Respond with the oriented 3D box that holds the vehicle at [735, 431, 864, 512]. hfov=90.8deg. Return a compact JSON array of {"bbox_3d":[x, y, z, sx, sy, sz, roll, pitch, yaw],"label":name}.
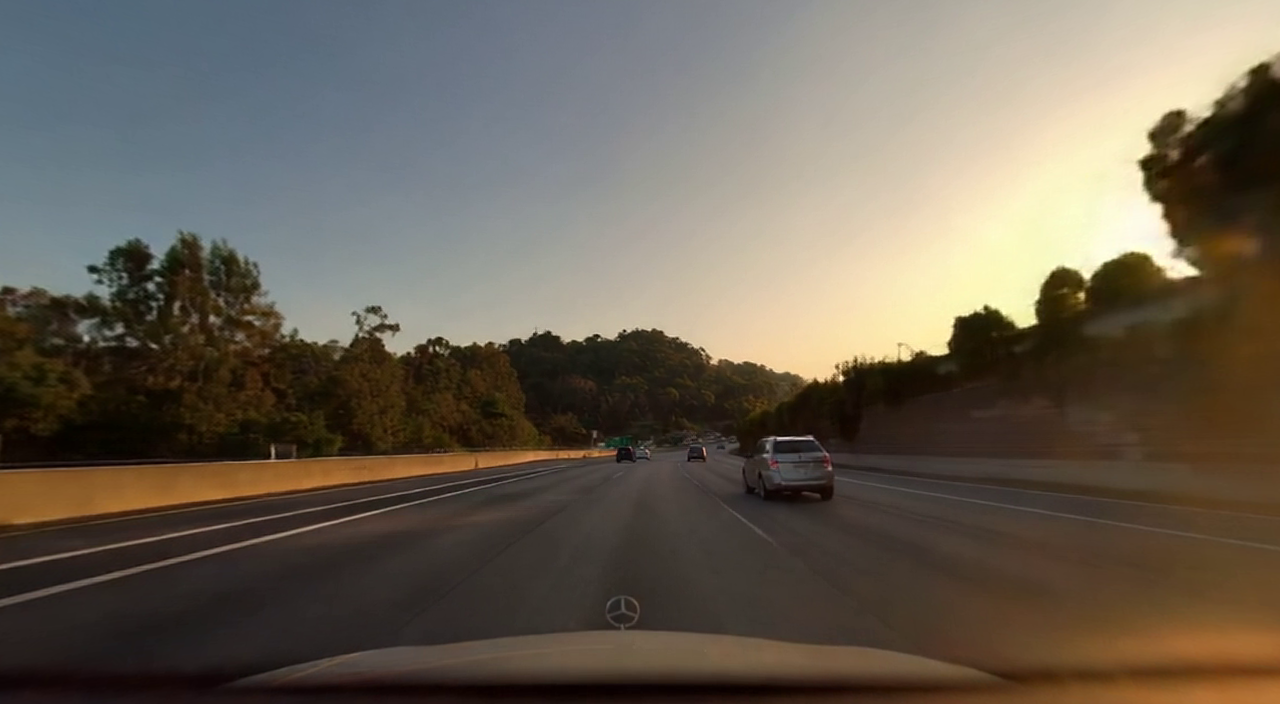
[{"bbox_3d":[3.820,2.952,16.025,2.075,1.743,4.410,0,-9,0],"label":"vehicle"}]
